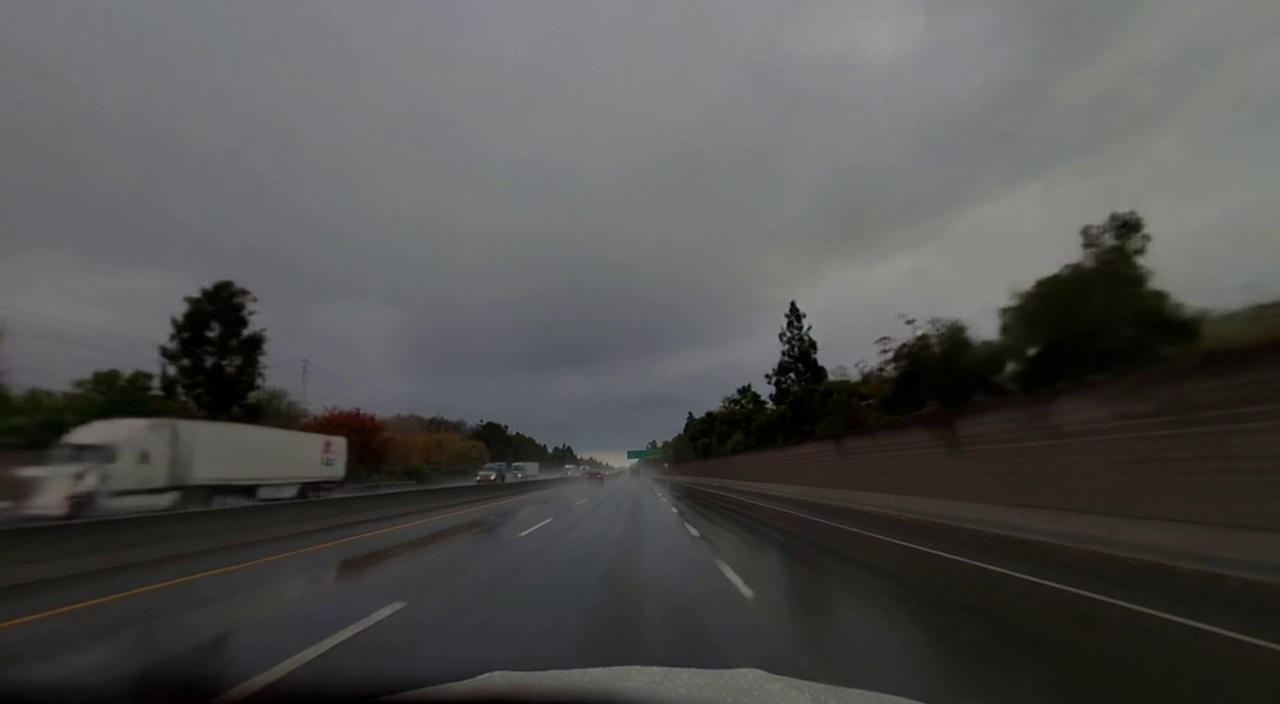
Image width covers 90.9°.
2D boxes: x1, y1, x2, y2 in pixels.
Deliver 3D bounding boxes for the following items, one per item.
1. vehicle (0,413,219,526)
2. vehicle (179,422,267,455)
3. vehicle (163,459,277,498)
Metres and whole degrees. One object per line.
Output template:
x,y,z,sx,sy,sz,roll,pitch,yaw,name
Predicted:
-21.404,4.762,25.723,2.975,3.858,7.495,1,-11,0,vehicle
-21.467,4.547,32.672,1.736,1.491,4.120,-1,-11,0,vehicle
-21.421,6.471,32.503,2.123,1.807,5.559,1,-10,-1,vehicle
